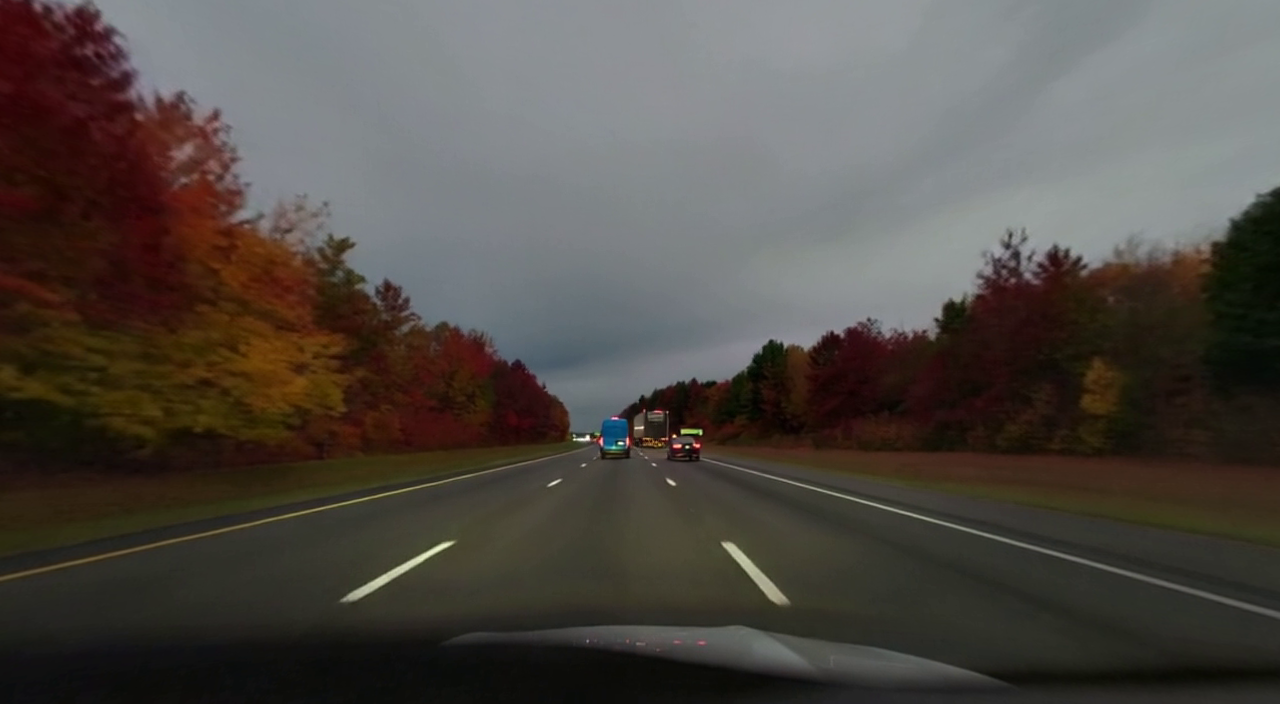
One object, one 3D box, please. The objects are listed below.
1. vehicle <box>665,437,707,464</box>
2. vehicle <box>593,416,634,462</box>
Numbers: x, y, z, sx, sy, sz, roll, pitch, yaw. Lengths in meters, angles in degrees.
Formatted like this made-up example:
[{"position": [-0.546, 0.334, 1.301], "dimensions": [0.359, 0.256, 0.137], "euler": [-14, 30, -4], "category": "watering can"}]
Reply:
[{"position": [2.614, 5.740, 36.870], "dimensions": [1.962, 1.508, 4.363], "euler": [0, -8, -2], "category": "vehicle"}, {"position": [-1.595, 5.477, 39.604], "dimensions": [2.389, 2.637, 5.437], "euler": [0, -8, 0], "category": "vehicle"}]
